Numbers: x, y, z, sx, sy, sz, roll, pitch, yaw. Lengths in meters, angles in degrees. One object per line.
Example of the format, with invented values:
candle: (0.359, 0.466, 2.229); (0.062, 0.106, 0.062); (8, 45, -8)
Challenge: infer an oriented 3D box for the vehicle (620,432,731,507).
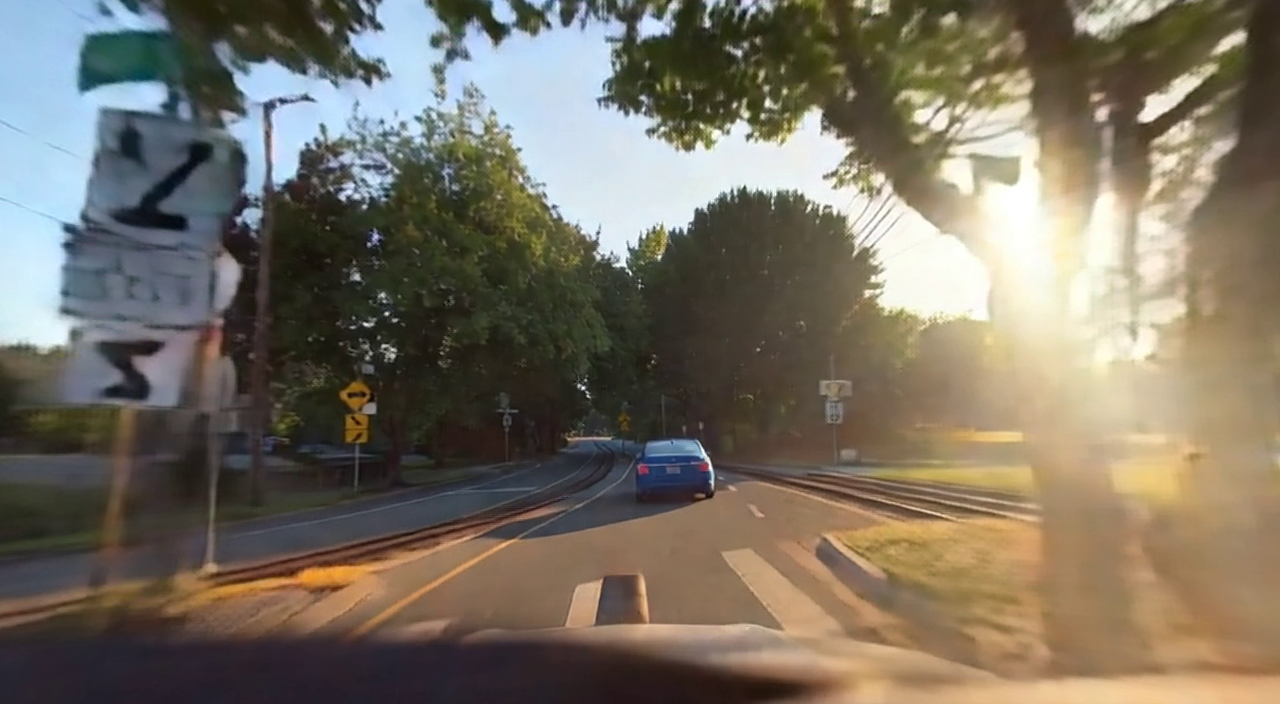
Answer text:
vehicle: (0.808, 2.748, 15.342); (2.295, 1.510, 4.364); (-1, -8, 2)
